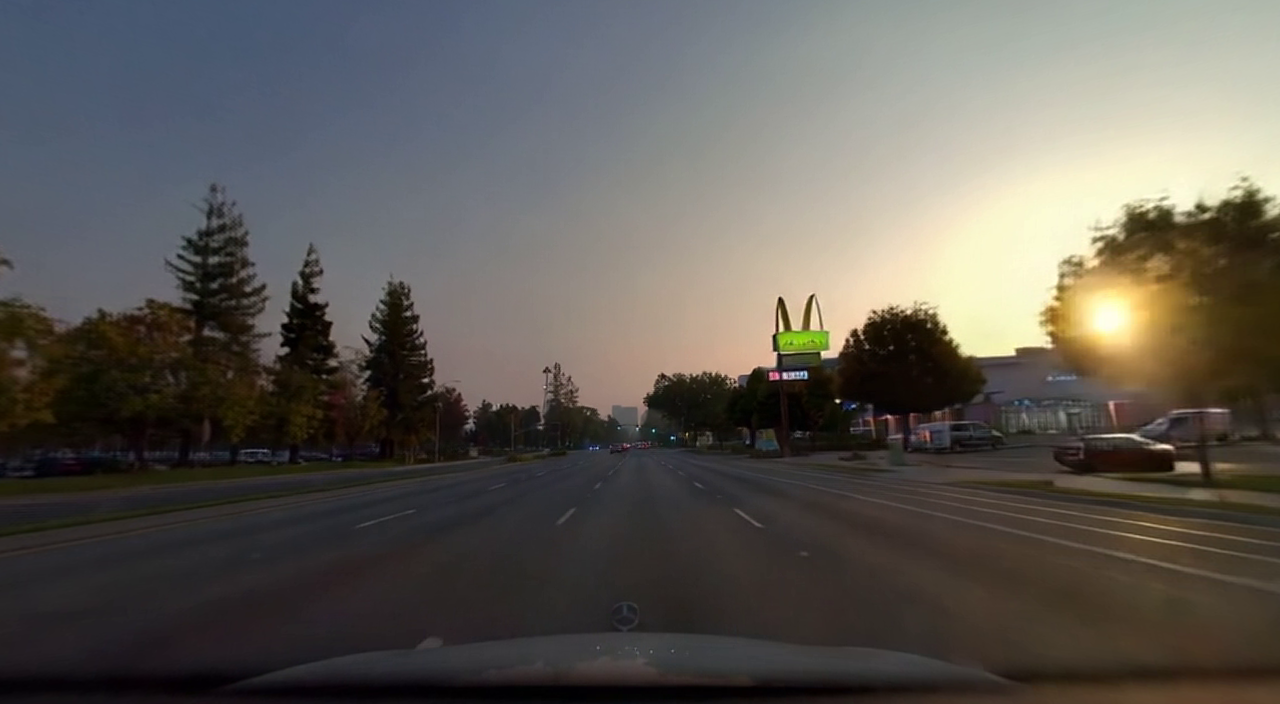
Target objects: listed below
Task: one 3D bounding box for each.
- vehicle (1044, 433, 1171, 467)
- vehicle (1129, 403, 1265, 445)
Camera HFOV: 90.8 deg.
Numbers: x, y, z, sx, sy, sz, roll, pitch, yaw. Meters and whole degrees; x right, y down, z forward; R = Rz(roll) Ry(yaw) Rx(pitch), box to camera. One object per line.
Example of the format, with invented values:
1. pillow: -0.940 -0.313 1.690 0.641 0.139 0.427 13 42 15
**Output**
1. vehicle: 22.164 4.667 30.072 4.373 1.532 2.071 0 -8 -1
2. vehicle: 37.764 4.933 42.977 6.780 2.760 2.228 -1 -8 2
